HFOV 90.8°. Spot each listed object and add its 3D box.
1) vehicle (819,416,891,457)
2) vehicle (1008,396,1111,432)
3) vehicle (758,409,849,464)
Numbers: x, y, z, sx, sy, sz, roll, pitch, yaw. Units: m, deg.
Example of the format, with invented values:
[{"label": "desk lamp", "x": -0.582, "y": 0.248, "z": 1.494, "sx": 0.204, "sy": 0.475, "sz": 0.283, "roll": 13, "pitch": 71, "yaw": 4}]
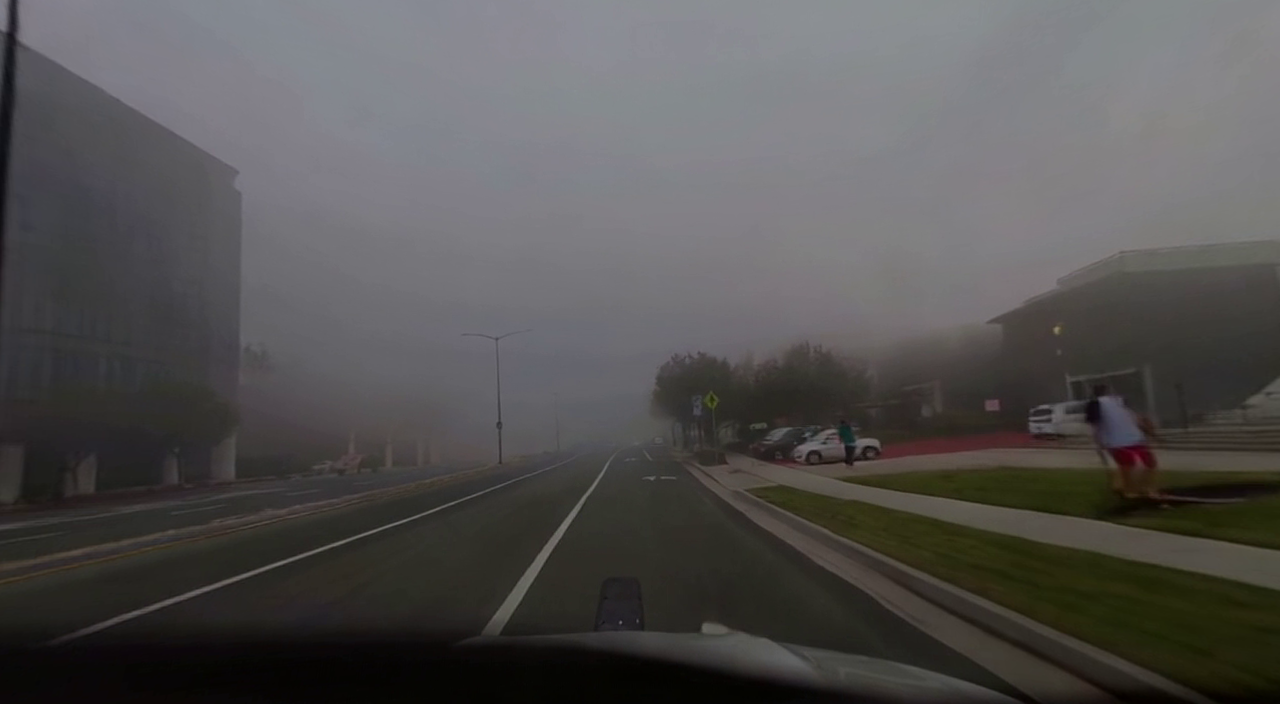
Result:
[{"label": "vehicle", "x": 8.740, "y": 3.499, "z": 26.001, "sx": 1.842, "sy": 1.535, "sz": 3.638, "roll": 0, "pitch": -8, "yaw": 3}, {"label": "vehicle", "x": 19.777, "y": 3.024, "z": 30.046, "sx": 1.890, "sy": 1.492, "sz": 4.494, "roll": 0, "pitch": -8, "yaw": 2}, {"label": "vehicle", "x": 6.391, "y": 3.432, "z": 25.411, "sx": 2.160, "sy": 1.944, "sz": 5.086, "roll": 0, "pitch": -8, "yaw": -2}]
